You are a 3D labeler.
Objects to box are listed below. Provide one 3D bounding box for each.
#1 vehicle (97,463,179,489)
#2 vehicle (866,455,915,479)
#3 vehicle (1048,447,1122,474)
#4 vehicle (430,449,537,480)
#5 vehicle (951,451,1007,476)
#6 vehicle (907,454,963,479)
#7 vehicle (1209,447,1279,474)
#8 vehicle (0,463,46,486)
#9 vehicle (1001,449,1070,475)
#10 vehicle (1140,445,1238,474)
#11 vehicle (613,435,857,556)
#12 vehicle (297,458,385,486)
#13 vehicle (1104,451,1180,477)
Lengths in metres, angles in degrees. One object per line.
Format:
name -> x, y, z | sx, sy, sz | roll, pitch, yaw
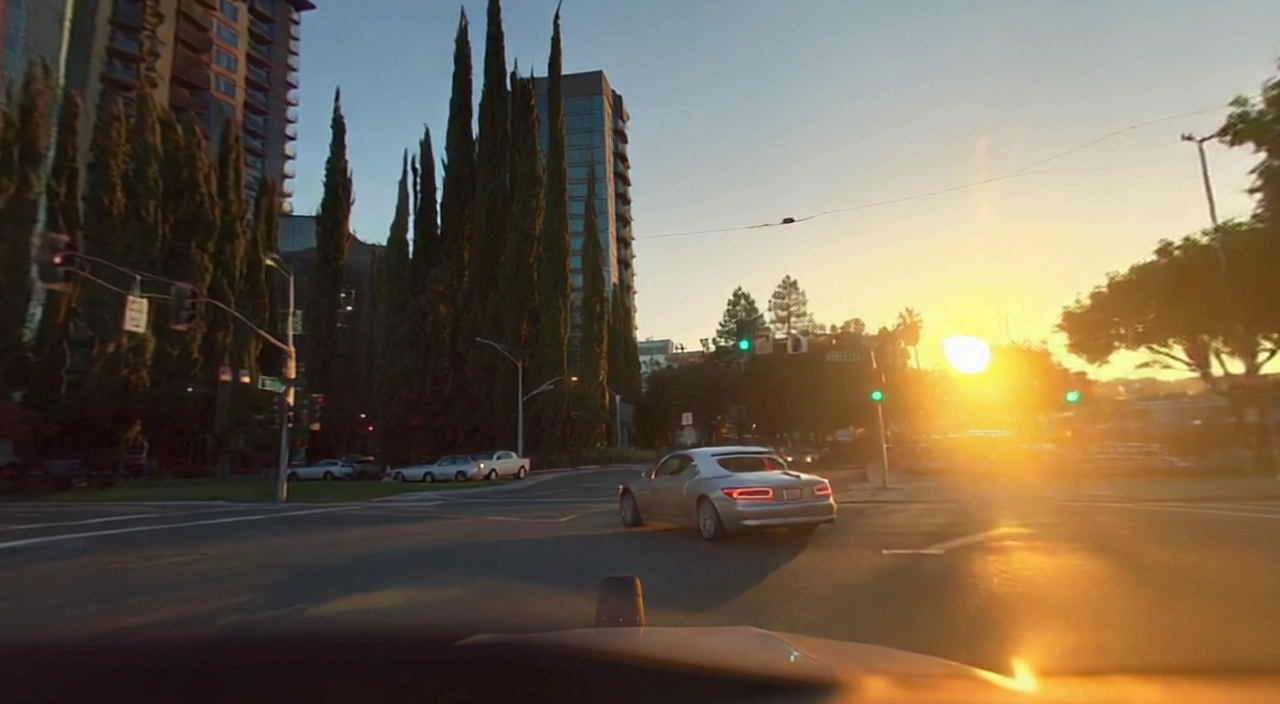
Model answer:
vehicle -> -31.575, 7.799, 39.872 | 1.709, 1.410, 3.945 | -1, -9, 4
vehicle -> 14.782, 6.798, 37.449 | 1.692, 1.343, 3.352 | -1, -9, 4
vehicle -> 25.717, 6.270, 36.640 | 1.997, 1.495, 3.504 | -1, -9, 7
vehicle -> -9.712, 7.004, 39.449 | 6.021, 1.868, 2.172 | -1, -9, 6
vehicle -> 19.952, 6.548, 37.301 | 1.704, 1.365, 3.315 | -1, -9, 6
vehicle -> 17.419, 6.739, 37.424 | 2.006, 1.371, 3.426 | -1, -9, 7
vehicle -> 33.702, 5.976, 34.854 | 1.746, 1.391, 3.360 | -1, -9, 9
vehicle -> -41.390, 8.020, 41.288 | 1.627, 1.392, 3.330 | -1, -9, 5
vehicle -> 22.827, 6.338, 36.639 | 1.970, 1.449, 3.604 | -1, -9, 7
vehicle -> 30.721, 6.009, 35.543 | 2.039, 1.501, 4.231 | -1, -9, 8
vehicle -> 1.266, 2.194, 10.458 | 1.903, 1.529, 4.254 | 4, -10, -25
vehicle -> -17.261, 6.932, 36.542 | 4.207, 1.508, 1.875 | -1, -9, 8
vehicle -> 28.377, 6.309, 35.850 | 1.817, 1.361, 3.253 | -1, -9, 7
